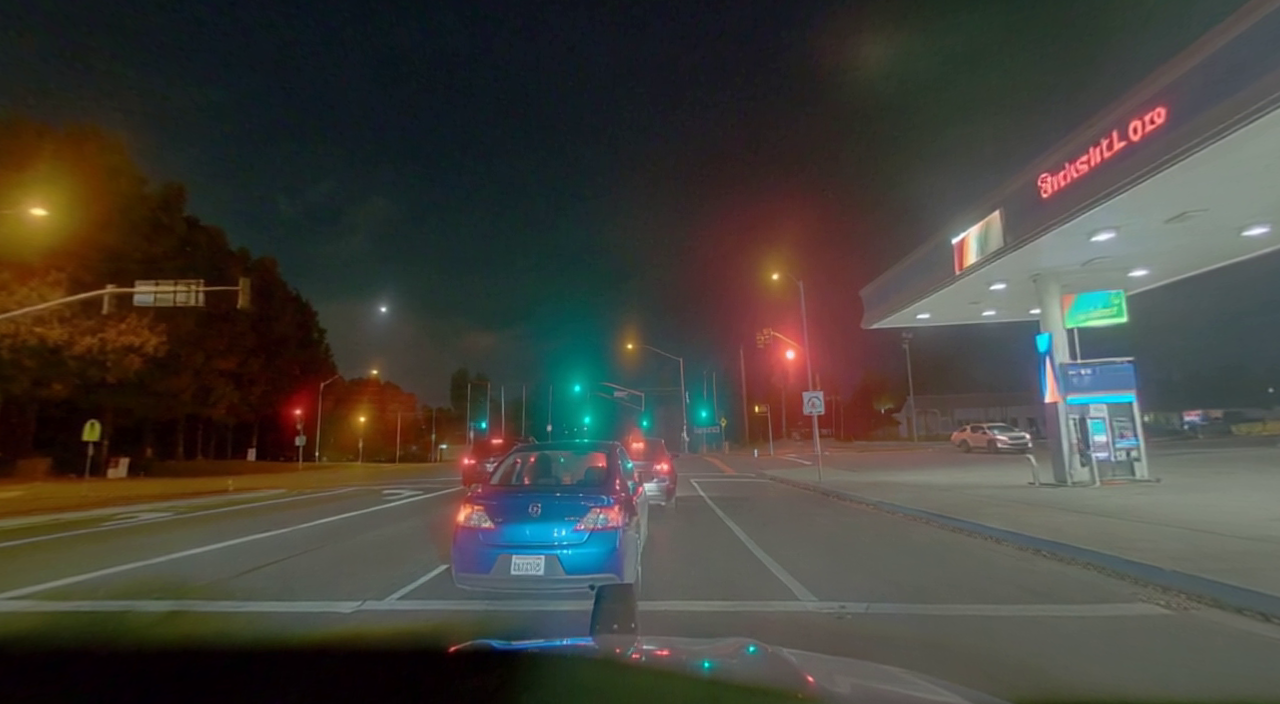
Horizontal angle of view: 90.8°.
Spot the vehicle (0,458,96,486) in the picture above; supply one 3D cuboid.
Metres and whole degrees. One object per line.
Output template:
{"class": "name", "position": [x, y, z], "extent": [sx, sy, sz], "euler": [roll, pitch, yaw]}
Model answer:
{"class": "vehicle", "position": [-35.122, 6.990, 37.079], "extent": [1.796, 1.440, 4.802], "euler": [-1, -8, 4]}

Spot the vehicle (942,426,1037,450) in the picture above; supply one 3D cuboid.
{"class": "vehicle", "position": [22.428, 5.531, 40.639], "extent": [4.874, 1.502, 2.048], "euler": [0, -8, -1]}

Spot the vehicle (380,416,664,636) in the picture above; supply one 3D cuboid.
{"class": "vehicle", "position": [-0.752, 1.541, 6.709], "extent": [1.916, 1.510, 4.447], "euler": [-1, -8, 3]}
